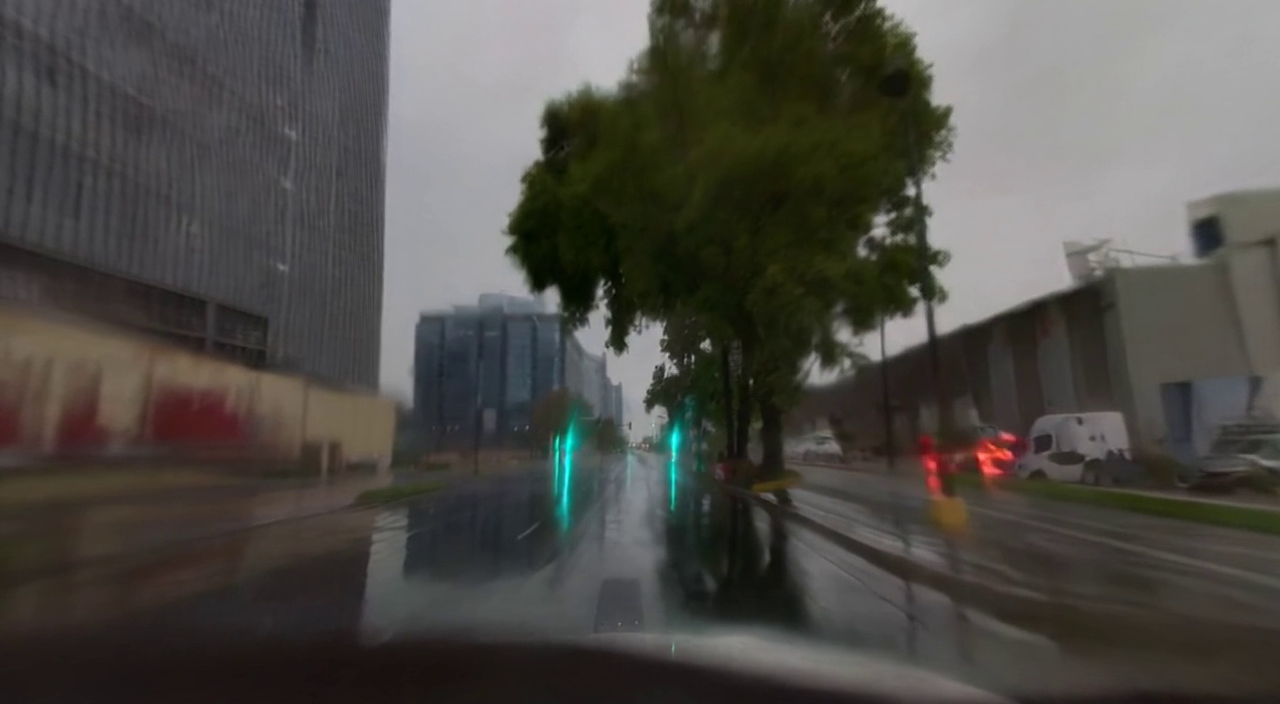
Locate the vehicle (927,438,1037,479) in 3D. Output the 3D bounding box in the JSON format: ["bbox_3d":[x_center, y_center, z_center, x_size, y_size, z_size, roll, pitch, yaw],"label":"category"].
[{"bbox_3d":[14.570,4.544,26.932,3.627,1.567,1.774,-2,-7,1],"label":"vehicle"}]
